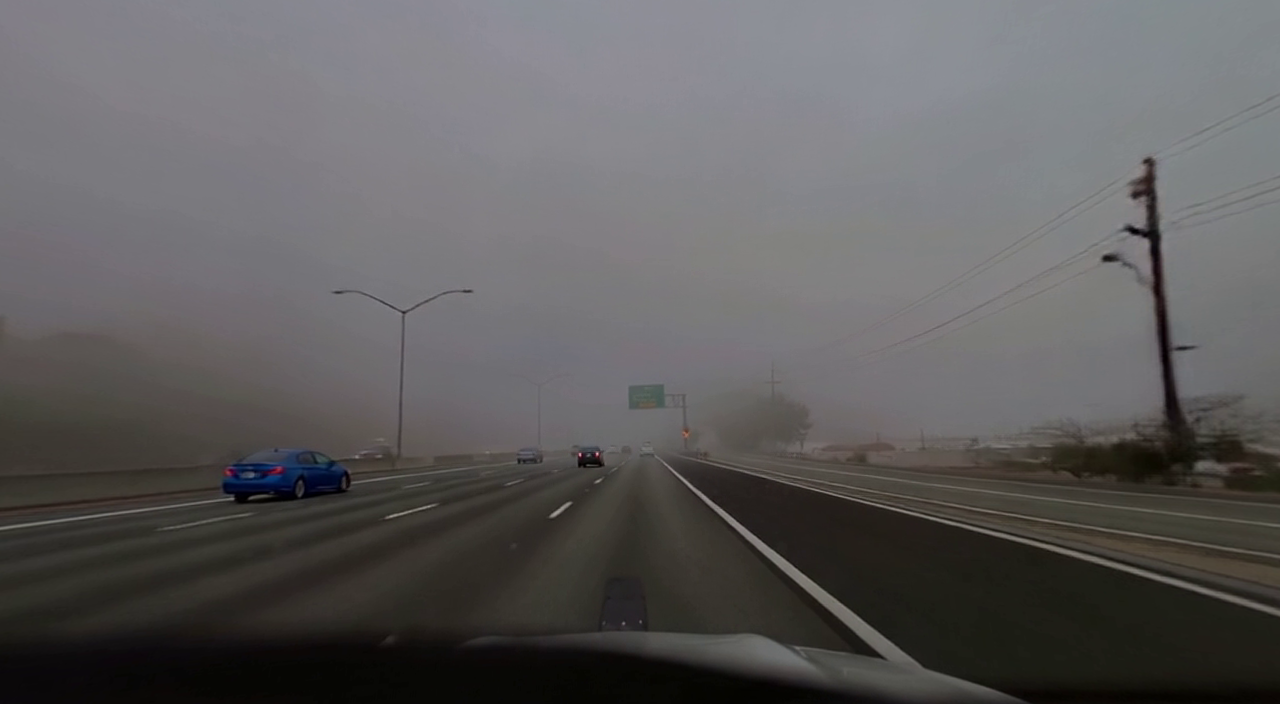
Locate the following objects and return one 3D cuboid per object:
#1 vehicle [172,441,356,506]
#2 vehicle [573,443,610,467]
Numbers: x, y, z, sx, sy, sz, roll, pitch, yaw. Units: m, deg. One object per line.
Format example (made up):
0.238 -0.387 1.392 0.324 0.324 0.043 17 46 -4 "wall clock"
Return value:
-10.034 3.241 17.423 2.002 1.526 4.822 0 -8 1 "vehicle"
-3.129 6.721 41.515 2.050 1.479 4.342 0 -8 1 "vehicle"
